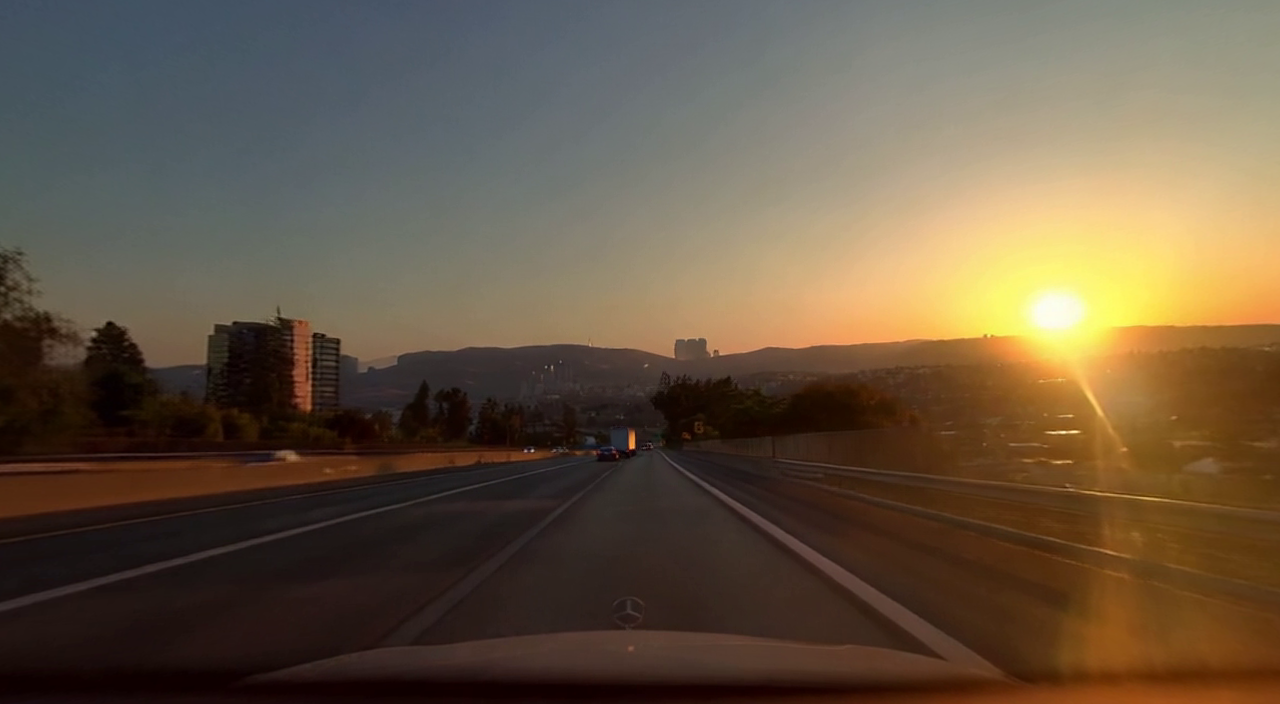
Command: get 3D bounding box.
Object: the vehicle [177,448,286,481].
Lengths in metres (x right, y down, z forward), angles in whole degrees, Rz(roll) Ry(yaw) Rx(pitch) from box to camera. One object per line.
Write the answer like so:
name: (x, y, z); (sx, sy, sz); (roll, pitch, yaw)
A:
vehicle: (-19.266, 5.303, 30.037); (2.178, 1.443, 4.388); (0, -8, 1)
